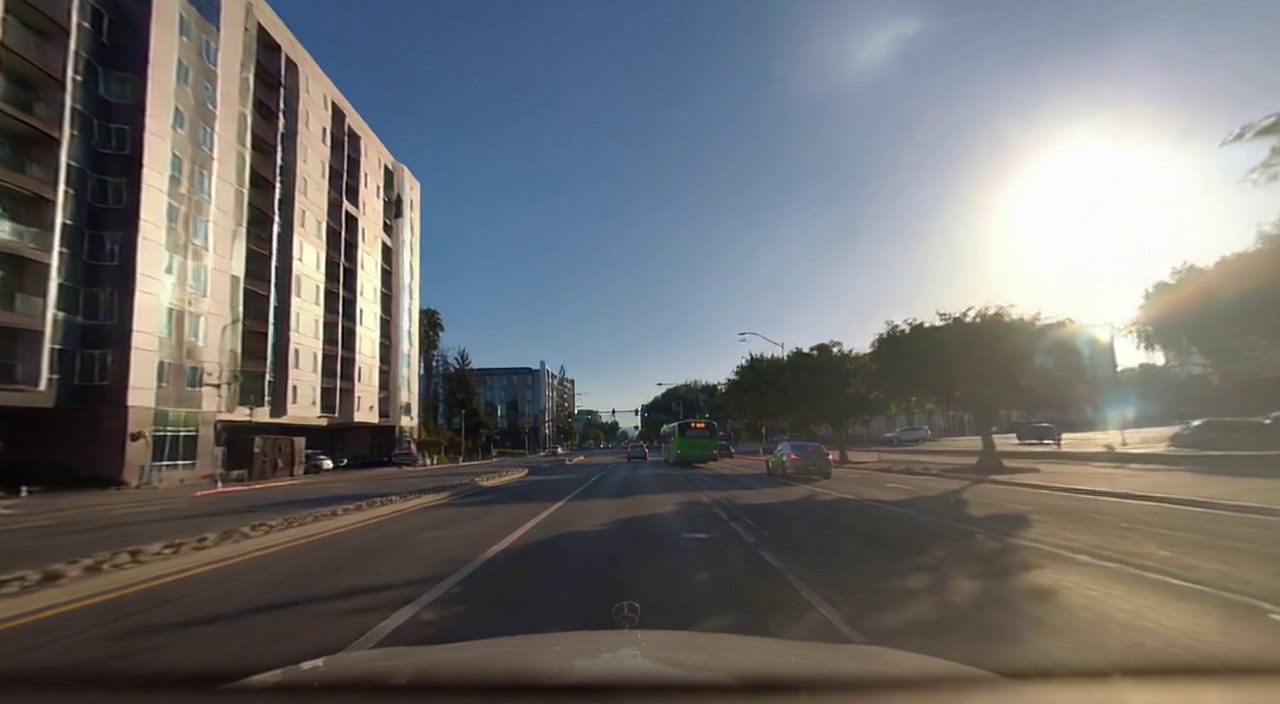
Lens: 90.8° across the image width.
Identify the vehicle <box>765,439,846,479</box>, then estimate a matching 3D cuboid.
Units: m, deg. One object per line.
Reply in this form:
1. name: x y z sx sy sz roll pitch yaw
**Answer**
1. vehicle: 6.648 4.351 25.904 1.992 1.447 4.414 0 -9 -2
